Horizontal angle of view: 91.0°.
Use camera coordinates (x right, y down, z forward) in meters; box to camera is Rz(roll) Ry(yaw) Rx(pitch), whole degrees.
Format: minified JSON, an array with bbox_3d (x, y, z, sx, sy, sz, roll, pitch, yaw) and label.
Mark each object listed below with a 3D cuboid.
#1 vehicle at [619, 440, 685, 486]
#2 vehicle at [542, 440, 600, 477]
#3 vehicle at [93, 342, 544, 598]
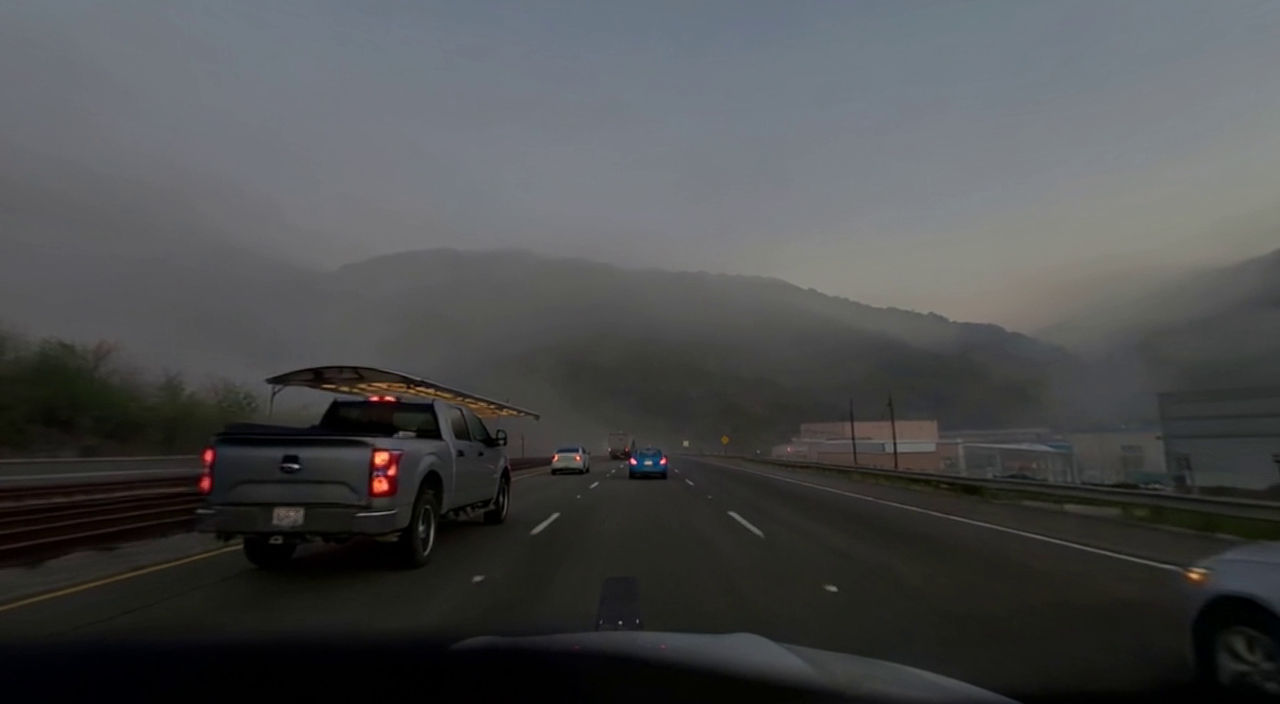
[{"bbox_3d":[0.394,3.989,22.920,2.171,1.493,4.081,0,-8,0],"label":"vehicle"},{"bbox_3d":[-3.191,5.039,30.042,2.151,1.613,4.786,0,-8,1],"label":"vehicle"},{"bbox_3d":[-3.327,1.517,8.980,2.733,2.230,6.820,0,-8,1],"label":"vehicle"}]
